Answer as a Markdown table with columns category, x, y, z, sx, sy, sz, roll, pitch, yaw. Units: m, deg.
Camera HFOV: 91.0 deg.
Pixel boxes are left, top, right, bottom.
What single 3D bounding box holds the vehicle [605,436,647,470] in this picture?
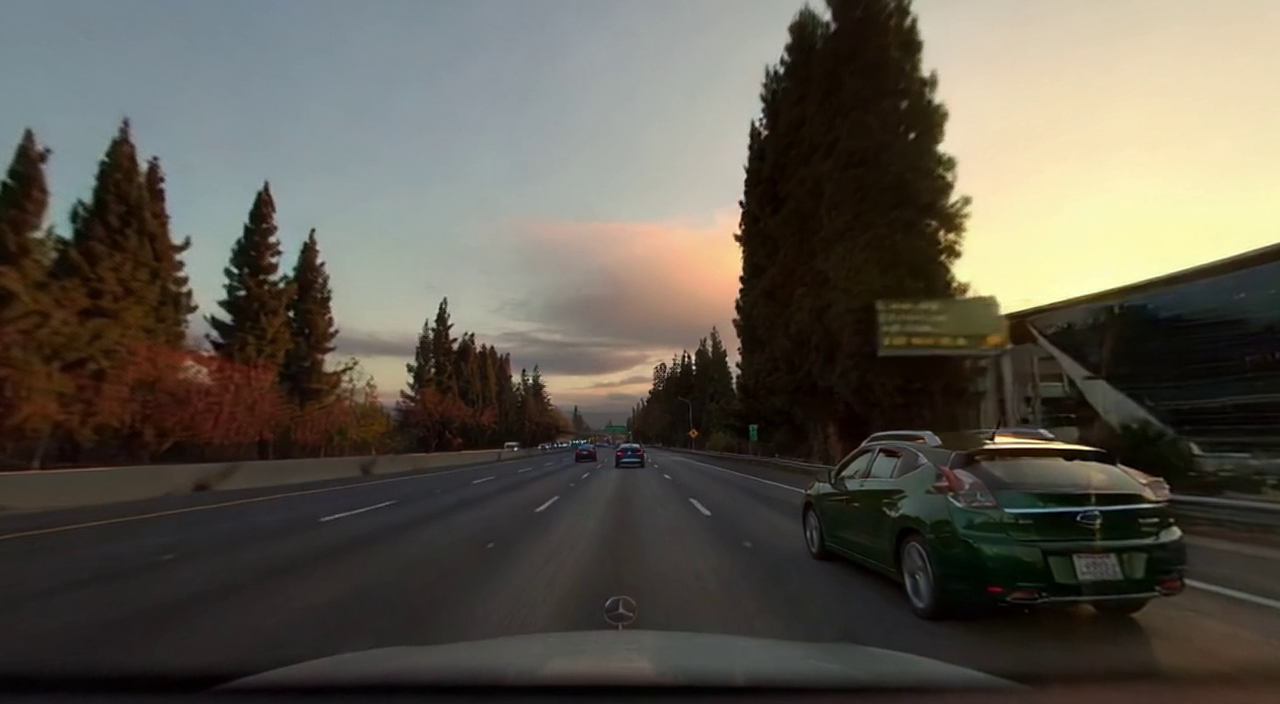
| category | x | y | z | sx | sy | sz | roll | pitch | yaw |
| --- | --- | --- | --- | --- | --- | --- | --- | --- | --- |
| vehicle | -0.821 | 5.882 | 36.712 | 2.302 | 1.810 | 4.707 | 0 | -8 | -1 |
